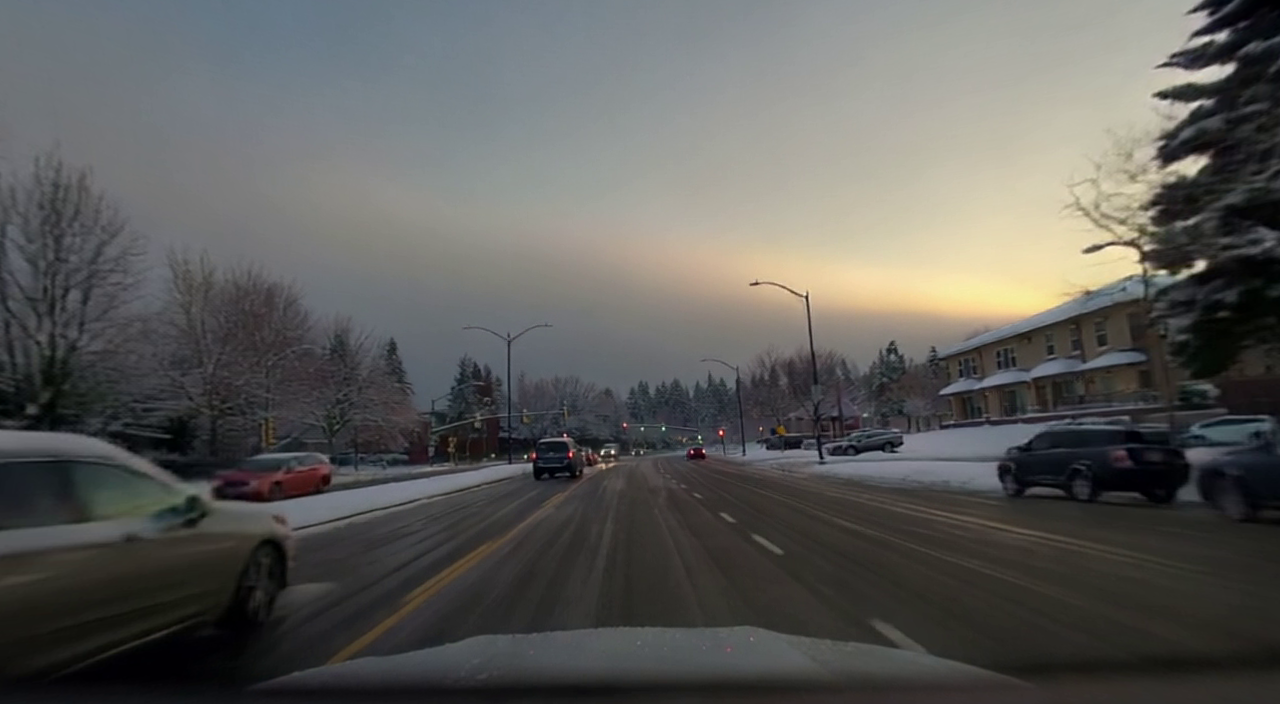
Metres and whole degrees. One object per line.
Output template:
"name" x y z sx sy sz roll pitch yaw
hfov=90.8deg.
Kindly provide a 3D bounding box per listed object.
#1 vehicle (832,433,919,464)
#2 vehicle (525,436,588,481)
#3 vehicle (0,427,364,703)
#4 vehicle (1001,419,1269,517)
"vehicle" 13.757 5.679 37.154 4.399 1.722 2.202 -2 -9 9
"vehicle" -3.808 4.974 29.804 2.220 1.888 4.904 -1 -9 1
"vehicle" -3.739 1.242 3.877 2.144 1.447 4.421 0 -9 -1
"vehicle" 9.859 2.340 13.172 1.992 1.664 4.246 0 -9 -3
